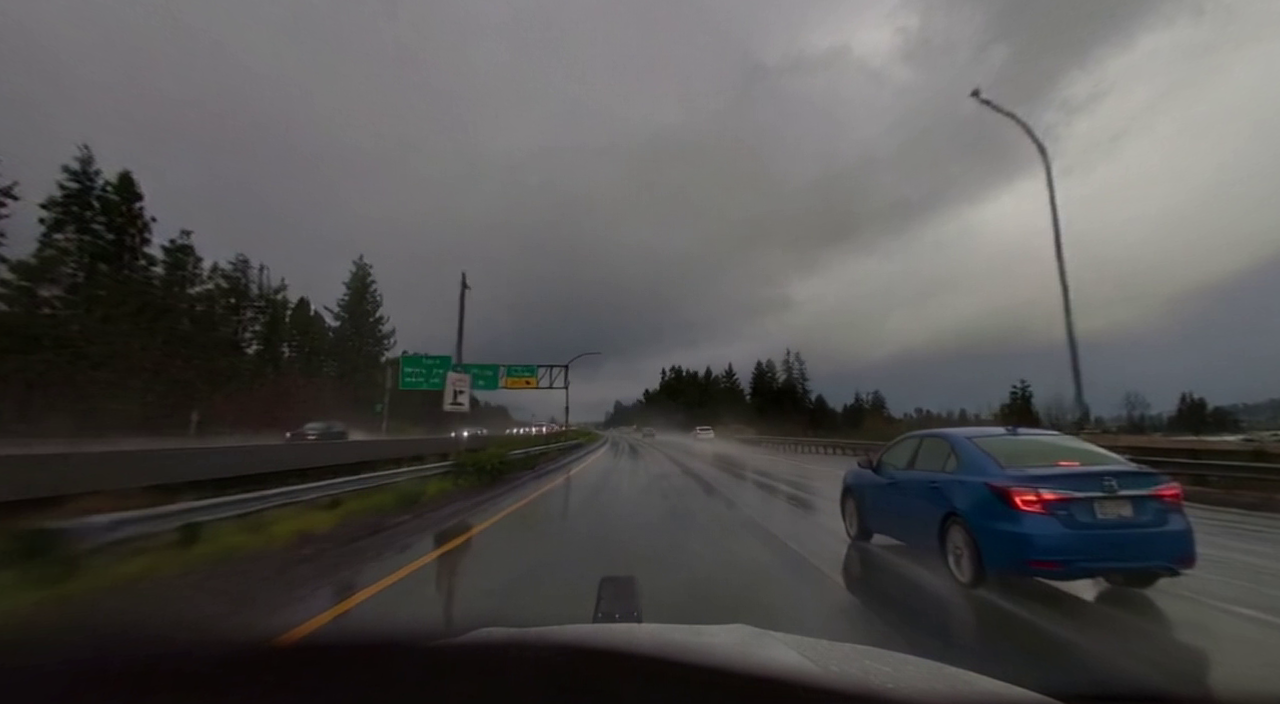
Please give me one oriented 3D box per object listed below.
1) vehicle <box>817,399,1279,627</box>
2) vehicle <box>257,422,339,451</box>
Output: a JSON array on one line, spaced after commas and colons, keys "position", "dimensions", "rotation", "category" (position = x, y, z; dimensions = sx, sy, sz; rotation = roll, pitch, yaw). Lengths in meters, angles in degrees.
[{"position": [3.365, 1.305, 6.191], "dimensions": [1.977, 1.443, 4.225], "rotation": [0, -8, -1], "category": "vehicle"}, {"position": [-18.744, 4.659, 34.808], "dimensions": [1.931, 1.490, 4.667], "rotation": [0, -8, -1], "category": "vehicle"}]
